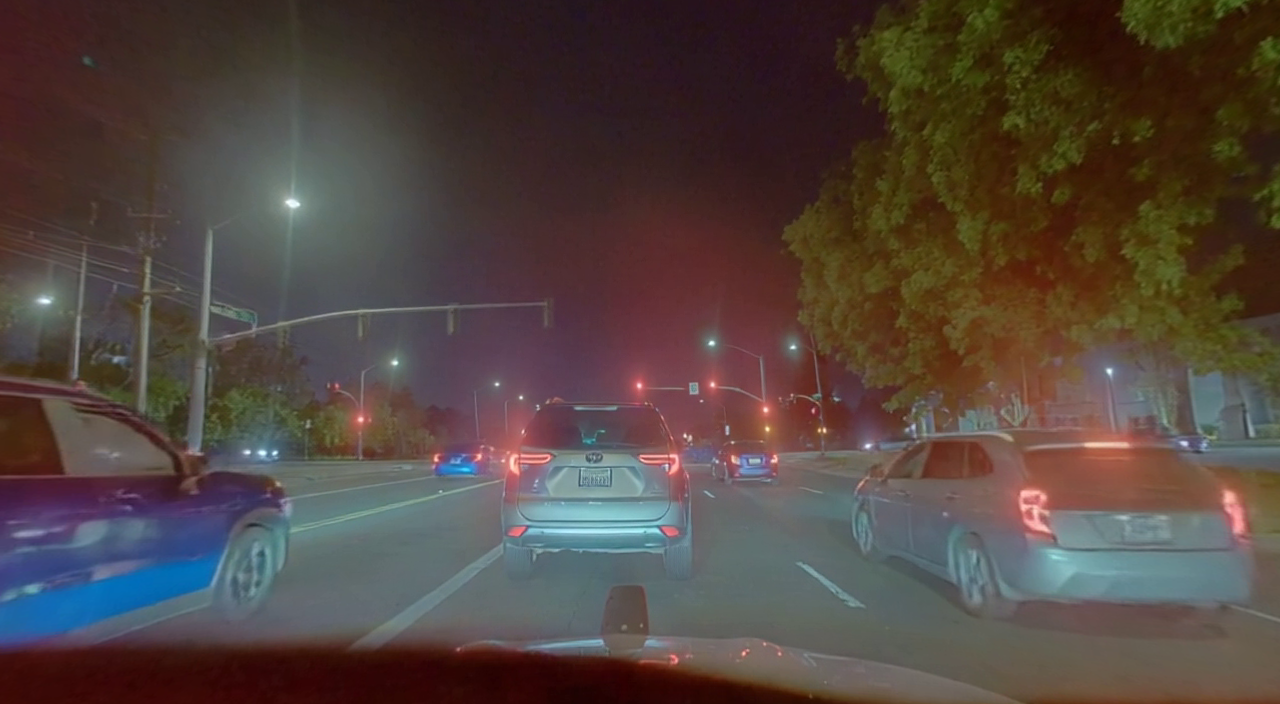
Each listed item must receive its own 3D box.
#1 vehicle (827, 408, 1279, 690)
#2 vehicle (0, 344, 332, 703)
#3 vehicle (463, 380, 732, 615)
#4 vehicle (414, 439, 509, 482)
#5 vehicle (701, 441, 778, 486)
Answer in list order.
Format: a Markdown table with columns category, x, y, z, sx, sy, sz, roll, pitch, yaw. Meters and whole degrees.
| category | x | y | z | sx | sy | sz | roll | pitch | yaw |
| --- | --- | --- | --- | --- | --- | --- | --- | --- | --- |
| vehicle | 3.363 | 1.369 | 5.546 | 2.121 | 1.494 | 4.208 | 0 | -8 | 0 |
| vehicle | -3.677 | 0.863 | 2.928 | 2.160 | 1.666 | 4.583 | 0 | -8 | 0 |
| vehicle | -0.327 | 1.439 | 7.102 | 2.064 | 1.817 | 4.298 | 0 | -8 | 0 |
| vehicle | -6.740 | 4.150 | 24.423 | 2.060 | 1.473 | 4.950 | 0 | -8 | 2 |
| vehicle | 3.404 | 3.893 | 22.392 | 2.104 | 1.441 | 4.240 | 0 | -8 | 1 |
